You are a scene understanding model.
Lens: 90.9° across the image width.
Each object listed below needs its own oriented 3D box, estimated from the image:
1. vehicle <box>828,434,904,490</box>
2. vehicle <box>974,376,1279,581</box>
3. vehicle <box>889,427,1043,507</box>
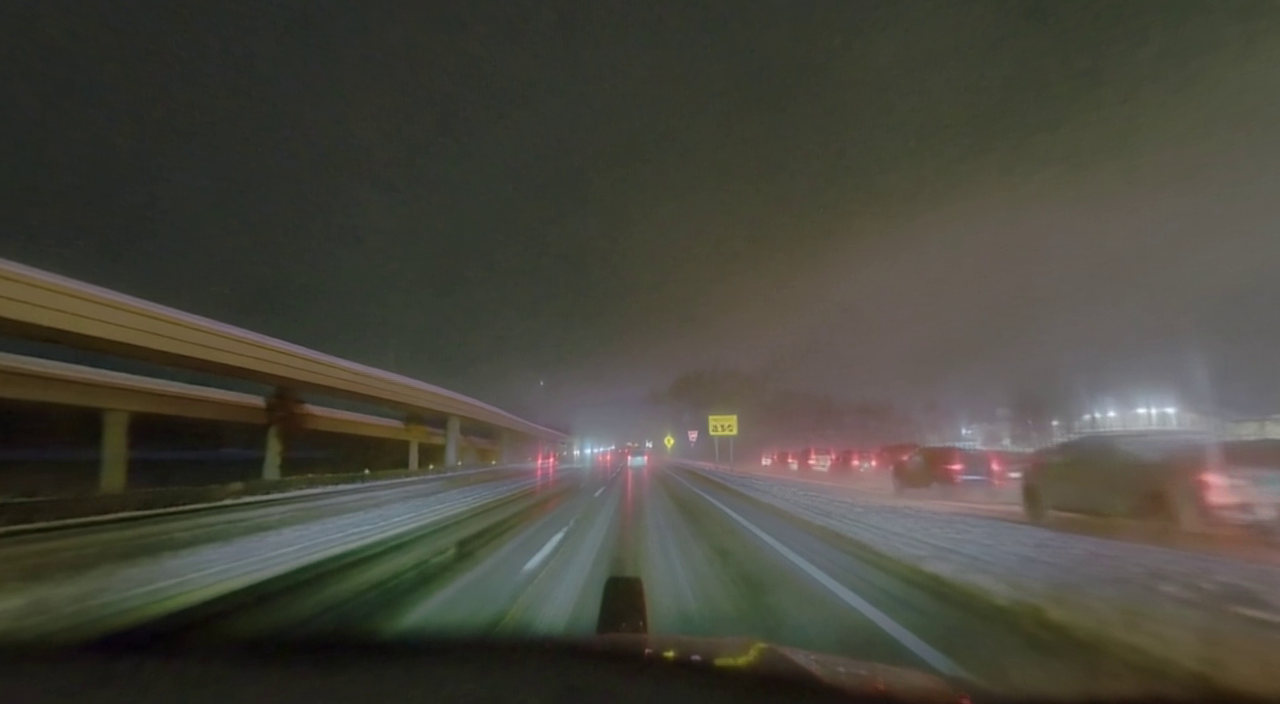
[{"bbox_3d":[15.838,7.740,44.990,2.391,3.553,8.914,0,-9,2],"label":"vehicle"},{"bbox_3d":[12.807,3.008,15.905,2.941,3.578,10.624,1,-9,0],"label":"vehicle"},{"bbox_3d":[15.919,5.706,31.863,2.752,3.433,9.030,0,-9,-1],"label":"vehicle"}]
